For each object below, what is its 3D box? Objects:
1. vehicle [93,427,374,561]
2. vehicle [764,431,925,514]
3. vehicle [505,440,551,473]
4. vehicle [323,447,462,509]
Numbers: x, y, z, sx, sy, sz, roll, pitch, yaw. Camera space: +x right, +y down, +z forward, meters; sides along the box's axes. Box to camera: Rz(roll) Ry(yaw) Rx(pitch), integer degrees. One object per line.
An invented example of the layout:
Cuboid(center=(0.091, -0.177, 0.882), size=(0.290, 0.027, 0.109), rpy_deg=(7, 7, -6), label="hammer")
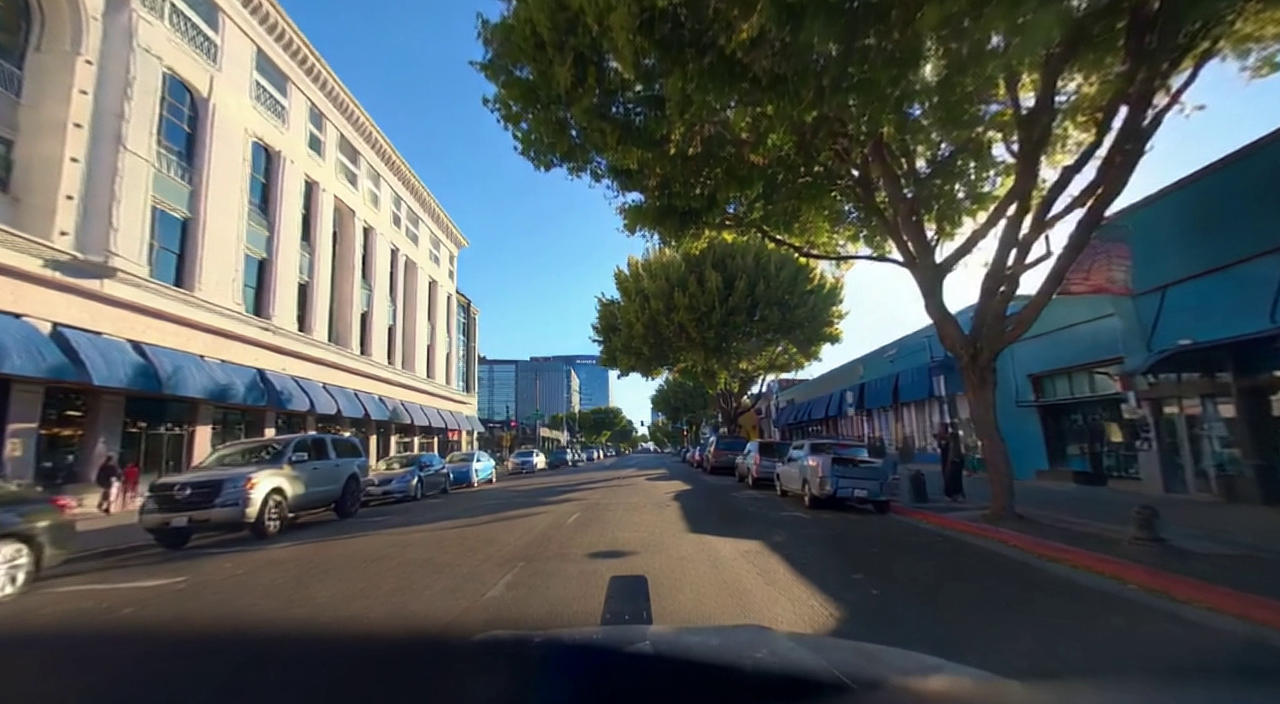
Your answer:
Cuboid(center=(-7.022, 2.406, 11.769), size=(2.238, 1.891, 4.780), rpy_deg=(-1, -7, -3), label="vehicle")
Cuboid(center=(4.261, 2.600, 14.126), size=(1.973, 1.494, 4.867), rpy_deg=(0, -9, 0), label="vehicle")
Cuboid(center=(-6.735, 6.349, 38.288), size=(1.996, 1.770, 5.518), rpy_deg=(-1, -10, -2), label="vehicle")
Cuboid(center=(-7.023, 3.590, 18.565), size=(2.001, 1.502, 4.851), rpy_deg=(-1, -8, 2), label="vehicle")
